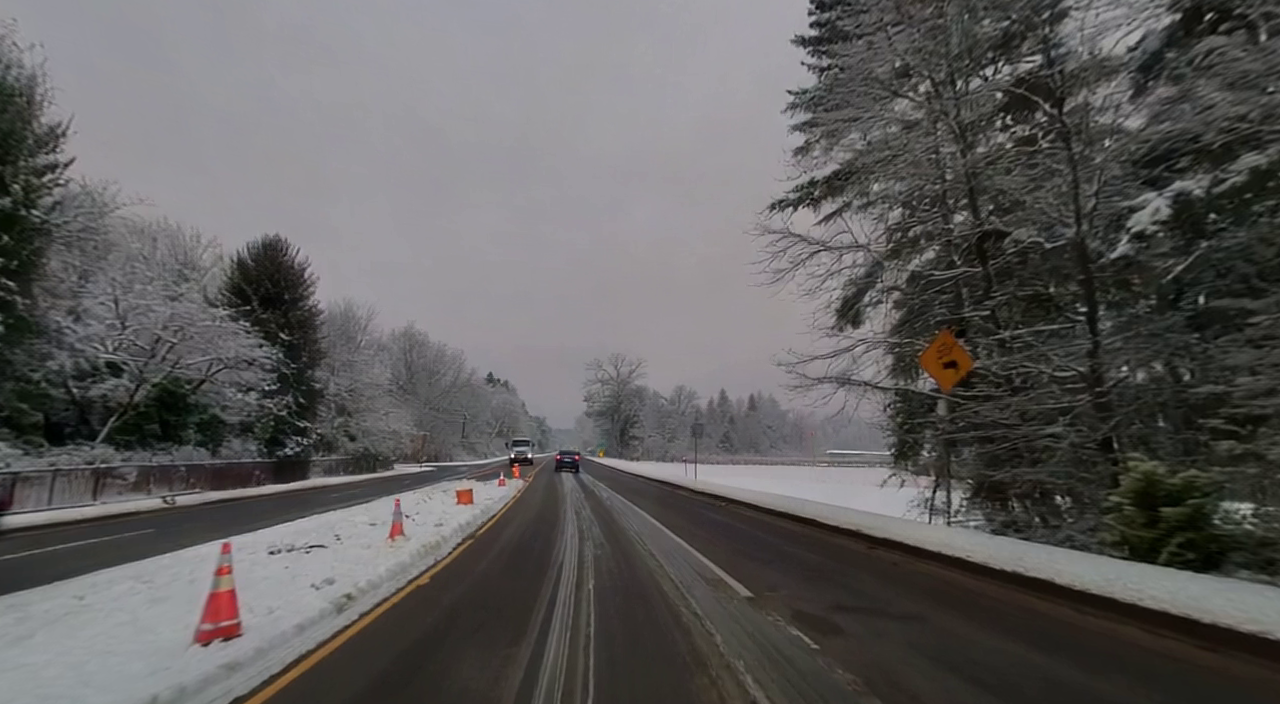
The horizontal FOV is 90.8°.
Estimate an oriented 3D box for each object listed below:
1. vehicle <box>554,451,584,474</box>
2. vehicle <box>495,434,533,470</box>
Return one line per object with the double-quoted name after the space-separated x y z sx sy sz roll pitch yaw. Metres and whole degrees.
-5.172 7.974 45.701 2.013 1.481 4.356 1 -9 -8 "vehicle"
-9.366 7.458 47.314 2.380 2.488 4.028 3 -9 -8 "vehicle"
